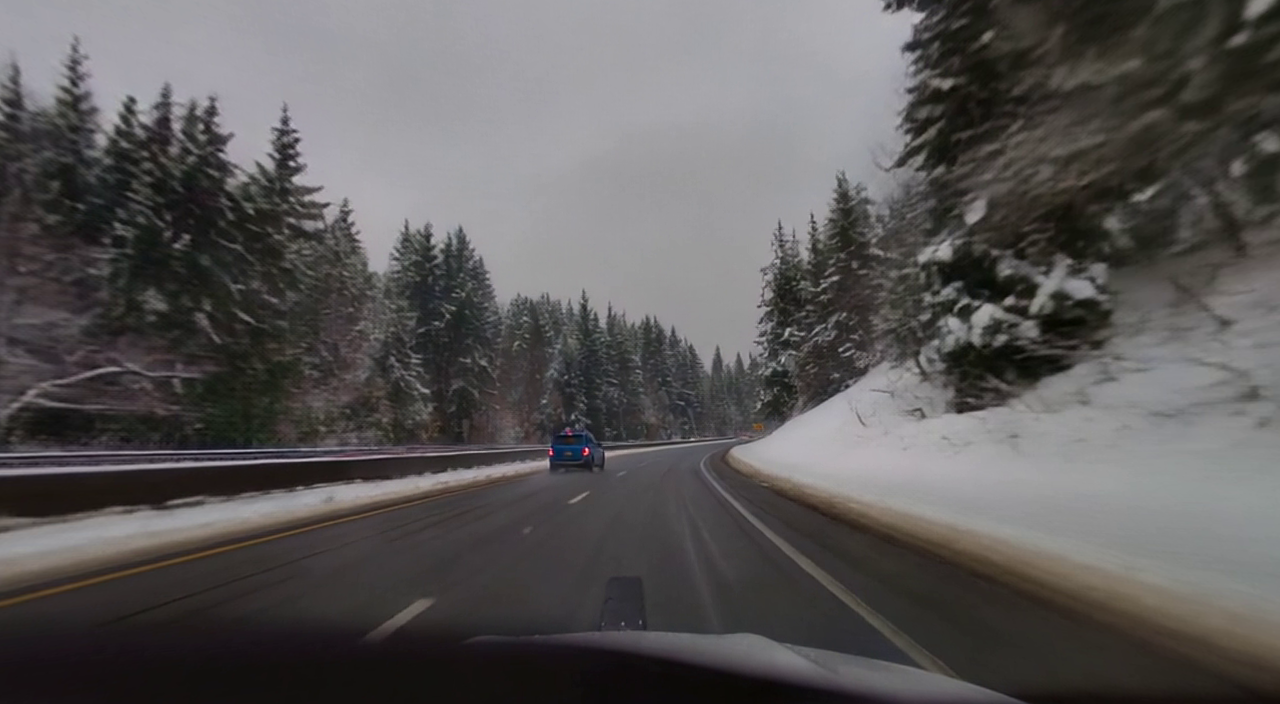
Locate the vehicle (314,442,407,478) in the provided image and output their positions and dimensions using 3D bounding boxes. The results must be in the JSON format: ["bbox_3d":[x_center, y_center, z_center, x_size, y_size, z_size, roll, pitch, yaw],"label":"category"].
[{"bbox_3d":[-12.439,4.815,28.404,1.928,1.470,4.302,-1,-8,5],"label":"vehicle"}]

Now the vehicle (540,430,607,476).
[{"bbox_3d":[-2.694,4.273,26.802,2.005,1.752,4.479,-1,-8,5],"label":"vehicle"}]
